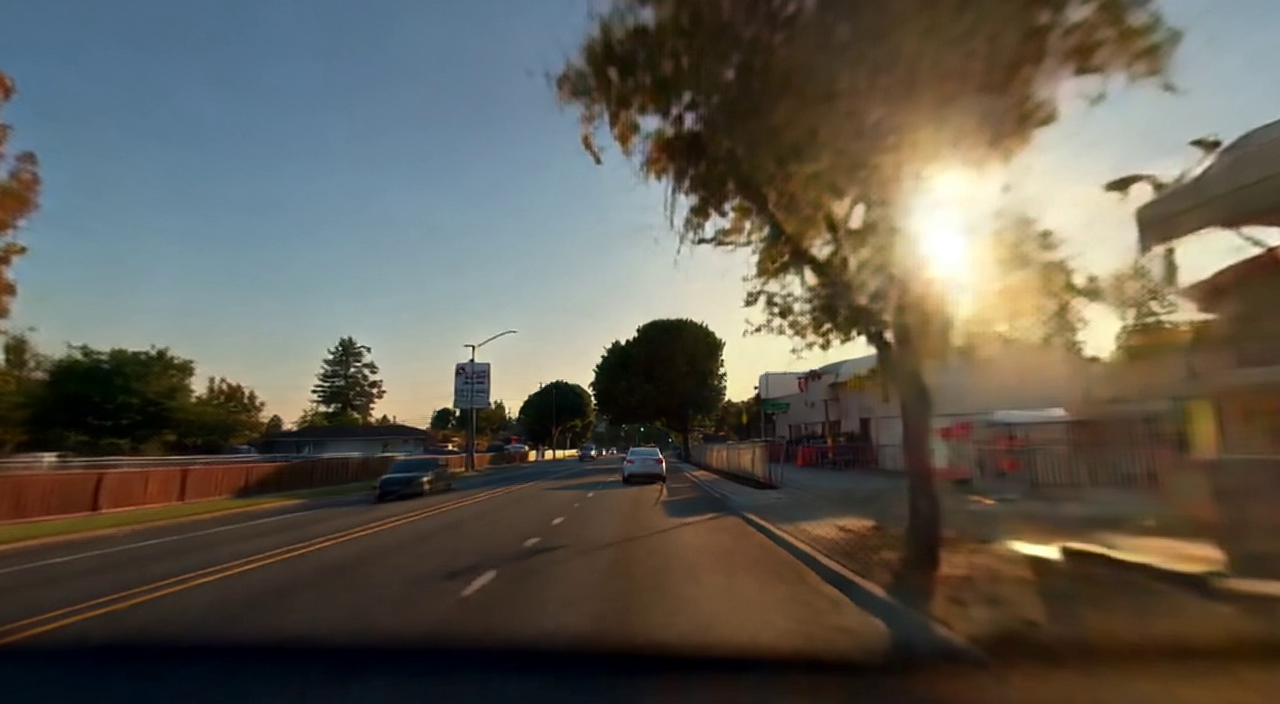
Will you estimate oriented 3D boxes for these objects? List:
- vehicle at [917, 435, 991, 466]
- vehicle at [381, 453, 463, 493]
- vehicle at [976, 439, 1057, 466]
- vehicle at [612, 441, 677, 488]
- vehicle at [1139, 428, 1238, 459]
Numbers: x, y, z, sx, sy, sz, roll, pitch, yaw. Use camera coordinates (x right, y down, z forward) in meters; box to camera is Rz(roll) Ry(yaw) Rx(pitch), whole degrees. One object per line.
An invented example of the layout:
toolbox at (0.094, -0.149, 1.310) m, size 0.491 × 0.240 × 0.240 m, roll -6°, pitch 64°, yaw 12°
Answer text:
vehicle at (18.939, 5.965, 38.127) m, size 2.039 × 1.705 × 4.666 m, roll 0°, pitch -9°, yaw -1°
vehicle at (-9.330, 5.185, 27.302) m, size 1.956 × 1.527 × 4.365 m, roll 0°, pitch -9°, yaw 1°
vehicle at (21.850, 5.833, 36.648) m, size 1.934 × 1.457 × 4.134 m, roll 0°, pitch -9°, yaw -4°
vehicle at (0.142, 4.011, 22.757) m, size 2.144 × 1.514 × 4.063 m, roll 0°, pitch -9°, yaw 0°
vehicle at (33.089, 5.550, 38.073) m, size 2.008 × 1.725 × 4.695 m, roll -1°, pitch -9°, yaw 4°
